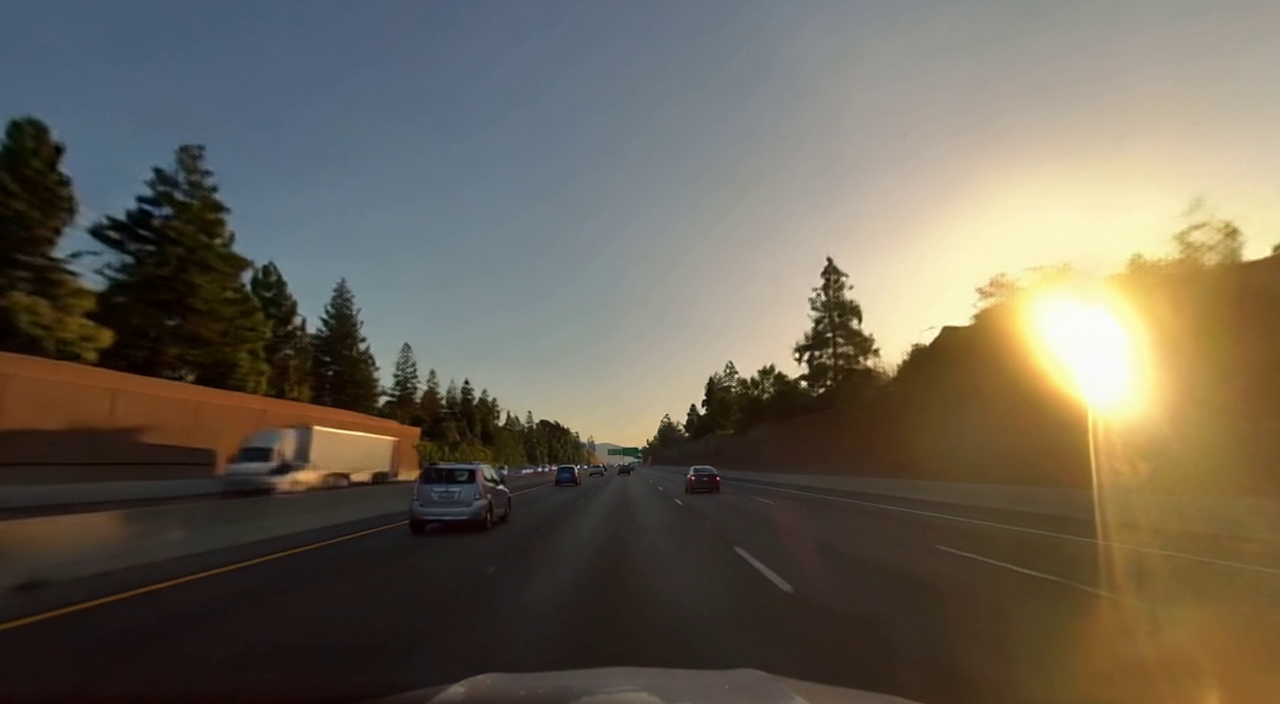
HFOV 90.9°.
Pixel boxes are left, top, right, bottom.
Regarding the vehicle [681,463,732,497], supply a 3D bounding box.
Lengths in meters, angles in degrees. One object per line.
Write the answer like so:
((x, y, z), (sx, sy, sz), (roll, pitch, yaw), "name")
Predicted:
((3.193, 6.292, 31.100), (1.981, 1.516, 4.109), (1, -11, -2), "vehicle")

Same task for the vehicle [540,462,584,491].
((-4.259, 6.912, 35.039), (2.000, 1.484, 3.995), (1, -11, -1), "vehicle")

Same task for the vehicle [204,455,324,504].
((-16.119, 5.502, 27.406), (2.185, 1.883, 4.837), (1, -11, 0), "vehicle")

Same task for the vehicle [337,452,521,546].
((-3.826, 2.804, 12.527), (2.004, 1.468, 4.812), (1, -11, 0), "vehicle")
